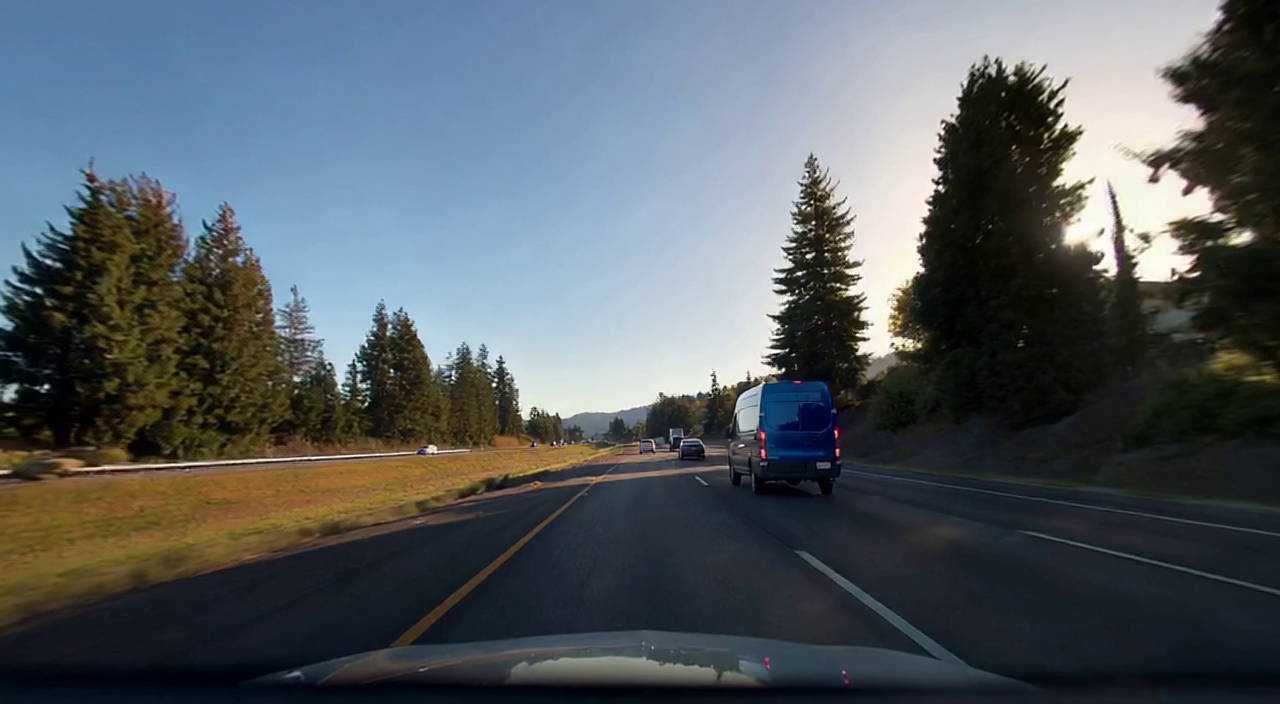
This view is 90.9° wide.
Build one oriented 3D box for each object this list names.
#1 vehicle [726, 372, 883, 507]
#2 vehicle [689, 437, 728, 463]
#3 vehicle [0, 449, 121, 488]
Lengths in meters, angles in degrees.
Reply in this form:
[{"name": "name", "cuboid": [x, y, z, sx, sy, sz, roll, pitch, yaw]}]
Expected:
[{"name": "vehicle", "cuboid": [3.672, 2.168, 15.558, 2.302, 2.670, 5.912, 0, -8, 1]}, {"name": "vehicle", "cuboid": [4.467, 6.467, 41.709, 2.034, 1.651, 4.342, 0, -8, 0]}, {"name": "vehicle", "cuboid": [-24.520, 4.792, 26.389, 1.778, 1.443, 4.405, 0, -8, 0]}]
